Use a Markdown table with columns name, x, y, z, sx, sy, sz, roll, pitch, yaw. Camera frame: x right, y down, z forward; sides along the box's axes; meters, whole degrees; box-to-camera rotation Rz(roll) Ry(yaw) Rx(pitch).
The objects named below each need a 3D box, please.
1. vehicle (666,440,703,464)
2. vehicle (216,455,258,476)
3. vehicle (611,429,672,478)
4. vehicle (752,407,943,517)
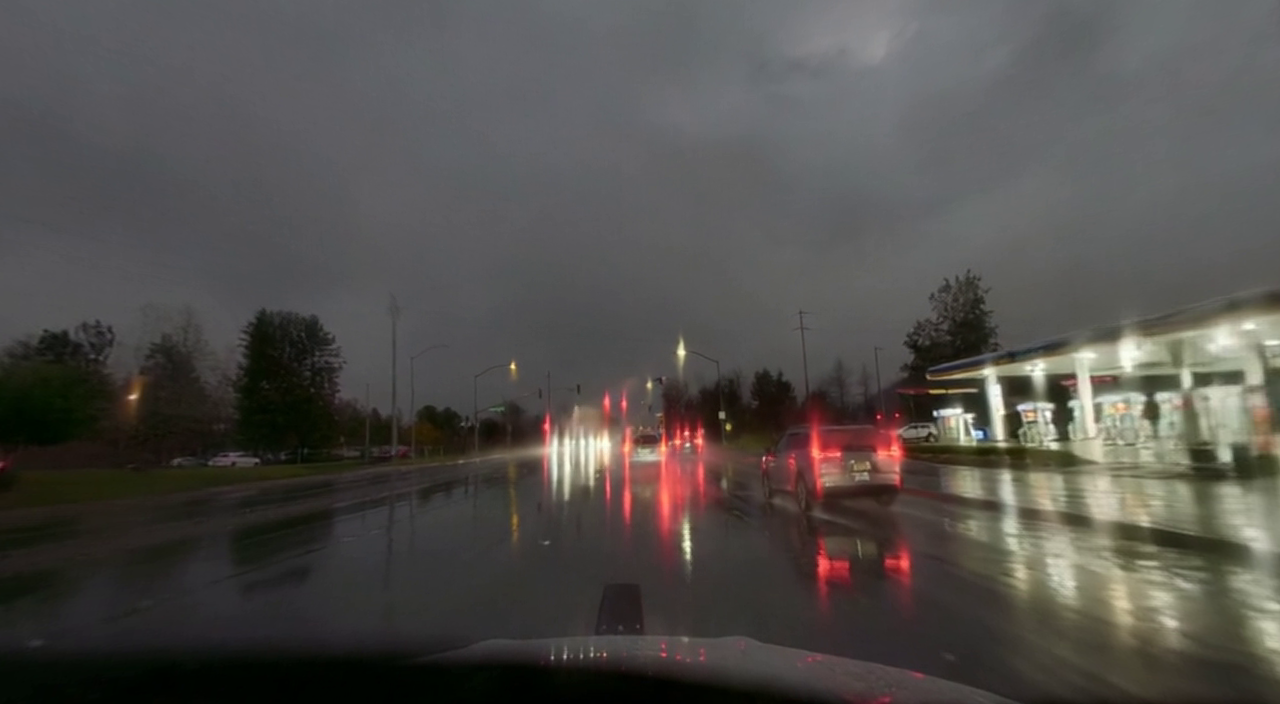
| name | x | y | z | sx | sy | sz | roll | pitch | yaw |
| --- | --- | --- | --- | --- | --- | --- | --- | --- | --- |
| vehicle | 2.589 | 5.909 | 37.603 | 1.822 | 1.331 | 3.583 | 0 | -8 | -3 |
| vehicle | -30.785 | 8.587 | 48.141 | 1.948 | 1.452 | 4.370 | 7 | -11 | -41 |
| vehicle | -0.009 | 3.898 | 24.428 | 2.164 | 1.718 | 3.881 | 0 | -8 | -2 |
| vehicle | 3.868 | 2.182 | 12.975 | 2.116 | 1.791 | 5.006 | 0 | -8 | -1 |
